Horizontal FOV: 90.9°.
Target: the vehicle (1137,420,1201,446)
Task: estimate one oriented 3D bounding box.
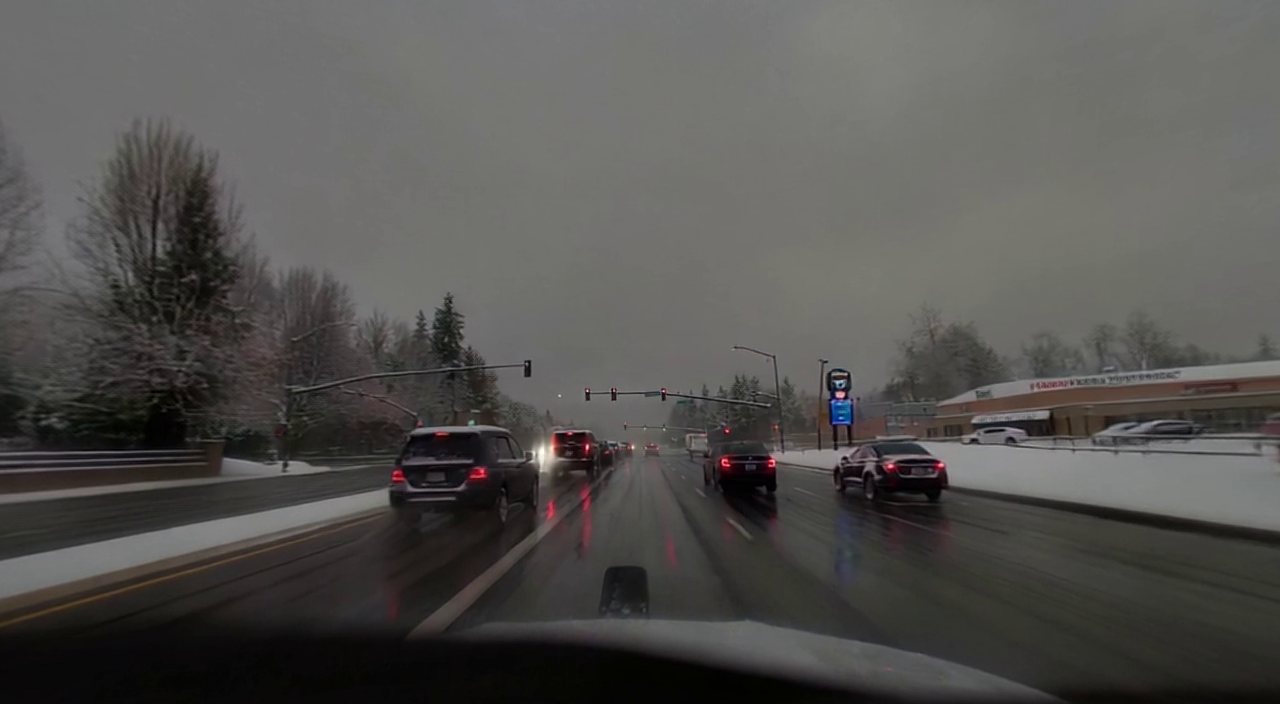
[{"bbox_3d":[33.944,5.223,40.544,1.983,1.520,4.391,-3,-9,25],"label":"vehicle"}]

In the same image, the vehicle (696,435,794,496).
[{"bbox_3d":[2.815,3.172,17.904,2.004,1.512,4.206,0,-9,0],"label":"vehicle"}]

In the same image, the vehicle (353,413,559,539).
[{"bbox_3d":[-2.812,2.041,10.905,2.141,1.719,4.379,0,-9,1],"label":"vehicle"}]

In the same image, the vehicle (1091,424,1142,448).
[{"bbox_3d":[31.036,5.522,41.168,1.787,1.423,4.347,-4,-10,26],"label":"vehicle"}]

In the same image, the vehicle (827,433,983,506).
[{"bbox_3d":[6.377,2.888,15.908,1.881,1.540,4.750,0,-9,0],"label":"vehicle"}]

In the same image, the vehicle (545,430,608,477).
[{"bbox_3d":[-2.547,4.225,26.396,2.117,1.799,4.442,0,-9,1],"label":"vehicle"}]
